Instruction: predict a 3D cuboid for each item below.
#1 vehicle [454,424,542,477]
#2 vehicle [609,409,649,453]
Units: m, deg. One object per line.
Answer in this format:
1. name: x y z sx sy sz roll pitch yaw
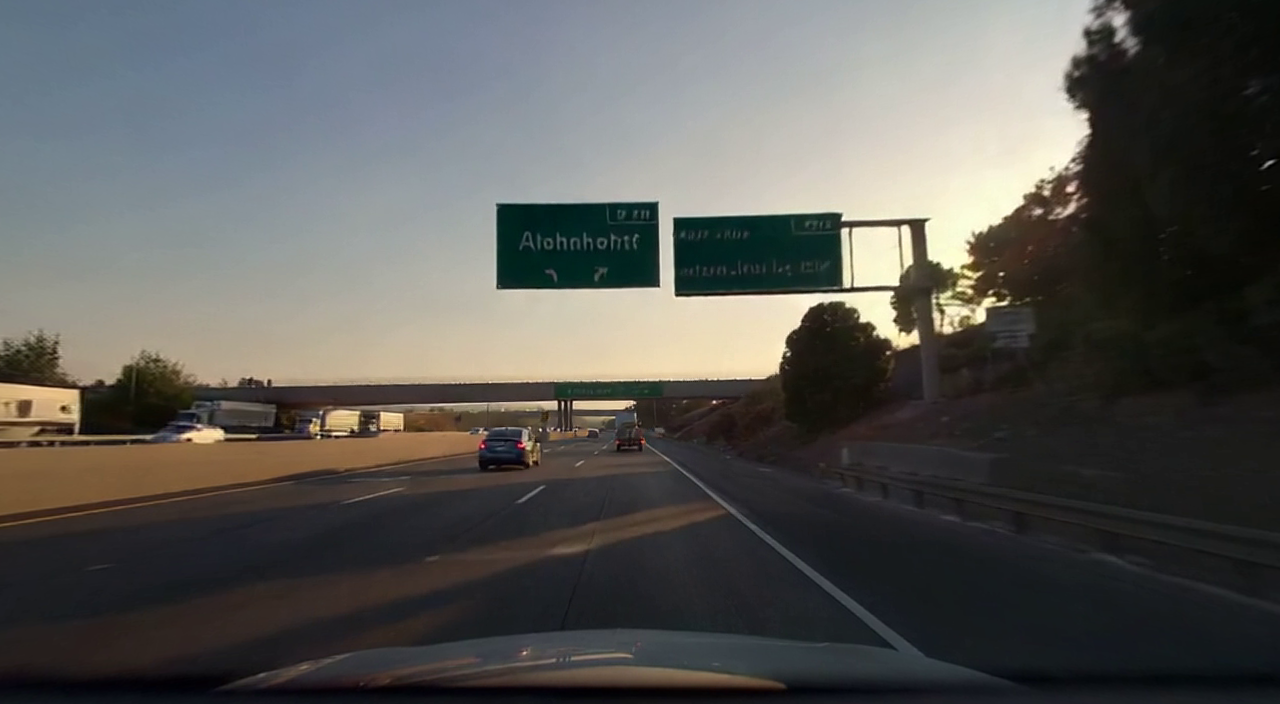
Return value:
1. vehicle: -4.449 3.139 20.285 1.932 1.544 3.864 0 -8 0
2. vehicle: -0.781 5.245 41.548 2.418 2.704 6.445 0 -8 -2
